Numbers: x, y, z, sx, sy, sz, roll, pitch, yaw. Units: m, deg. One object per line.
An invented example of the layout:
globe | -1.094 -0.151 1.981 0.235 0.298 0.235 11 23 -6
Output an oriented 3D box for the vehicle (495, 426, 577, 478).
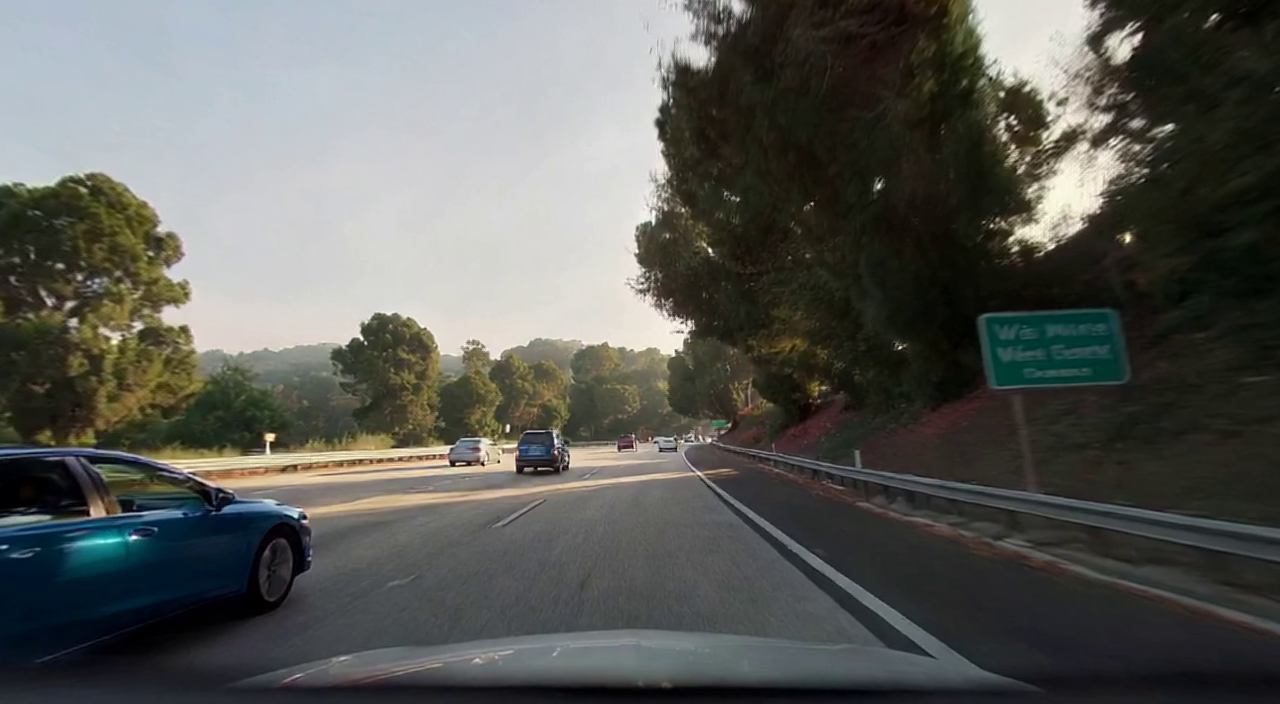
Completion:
vehicle | -3.688 3.670 23.242 2.071 1.716 4.363 -1 -8 3

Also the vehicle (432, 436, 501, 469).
vehicle | -7.818 4.585 28.854 1.883 1.411 4.053 0 -8 2
